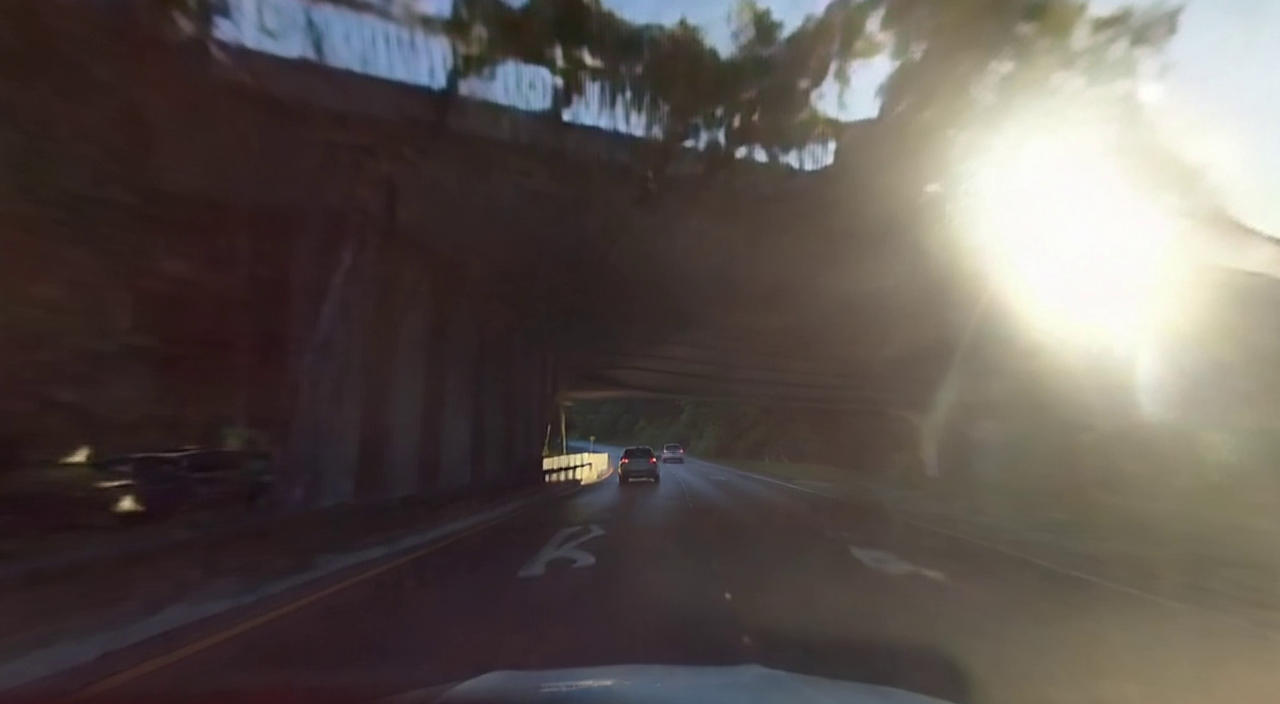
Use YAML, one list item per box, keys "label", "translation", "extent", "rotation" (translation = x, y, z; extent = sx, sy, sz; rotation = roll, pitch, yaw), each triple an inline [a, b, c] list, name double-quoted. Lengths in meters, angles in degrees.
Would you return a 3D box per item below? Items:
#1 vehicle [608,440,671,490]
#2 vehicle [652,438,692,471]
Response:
- label: "vehicle"
  translation: [0.031, 3.993, 22.483]
  extent: [2.037, 1.601, 3.643]
  rotation: [0, -9, 2]
- label: "vehicle"
  translation: [2.011, 6.662, 41.186]
  extent: [2.273, 2.010, 4.396]
  rotation: [0, -9, -2]
